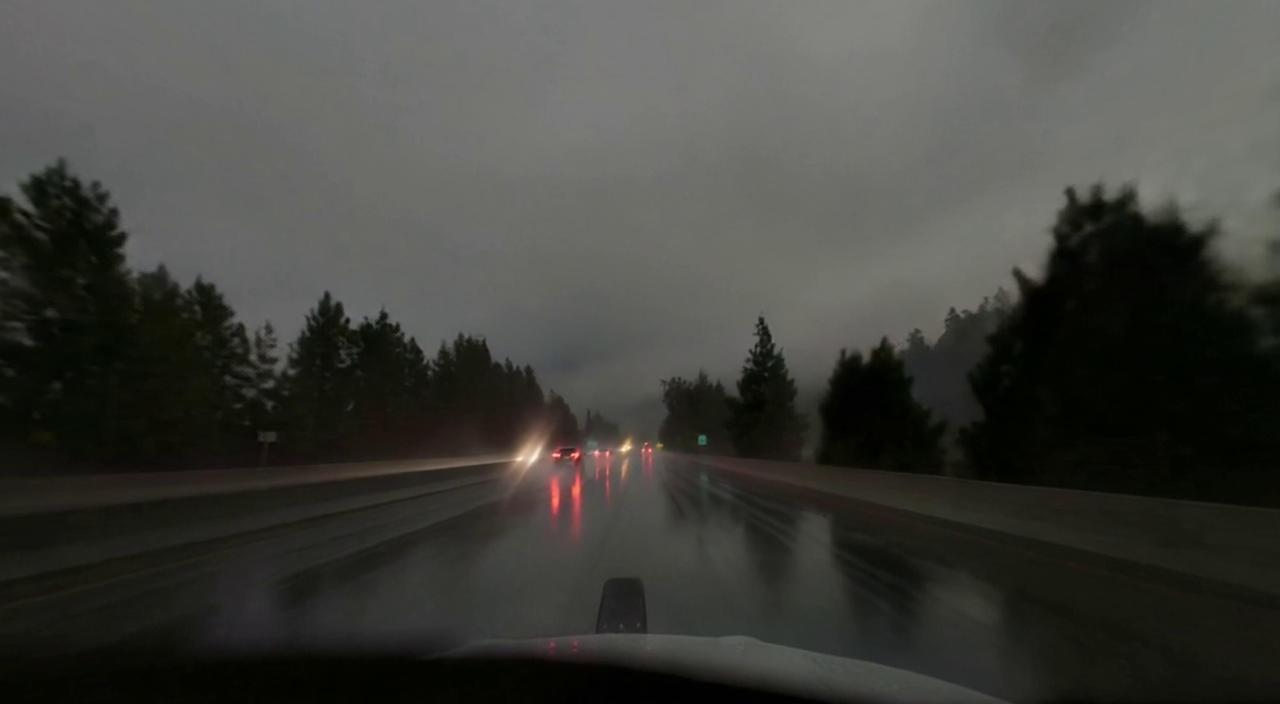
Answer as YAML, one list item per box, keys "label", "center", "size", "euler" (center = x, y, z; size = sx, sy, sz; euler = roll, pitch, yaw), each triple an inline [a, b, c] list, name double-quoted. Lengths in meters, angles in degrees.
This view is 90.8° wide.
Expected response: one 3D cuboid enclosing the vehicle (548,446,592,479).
- label: "vehicle"
  center: [-3.638, 5.794, 33.335]
  size: [1.846, 1.600, 4.108]
  euler: [-1, -9, 0]
